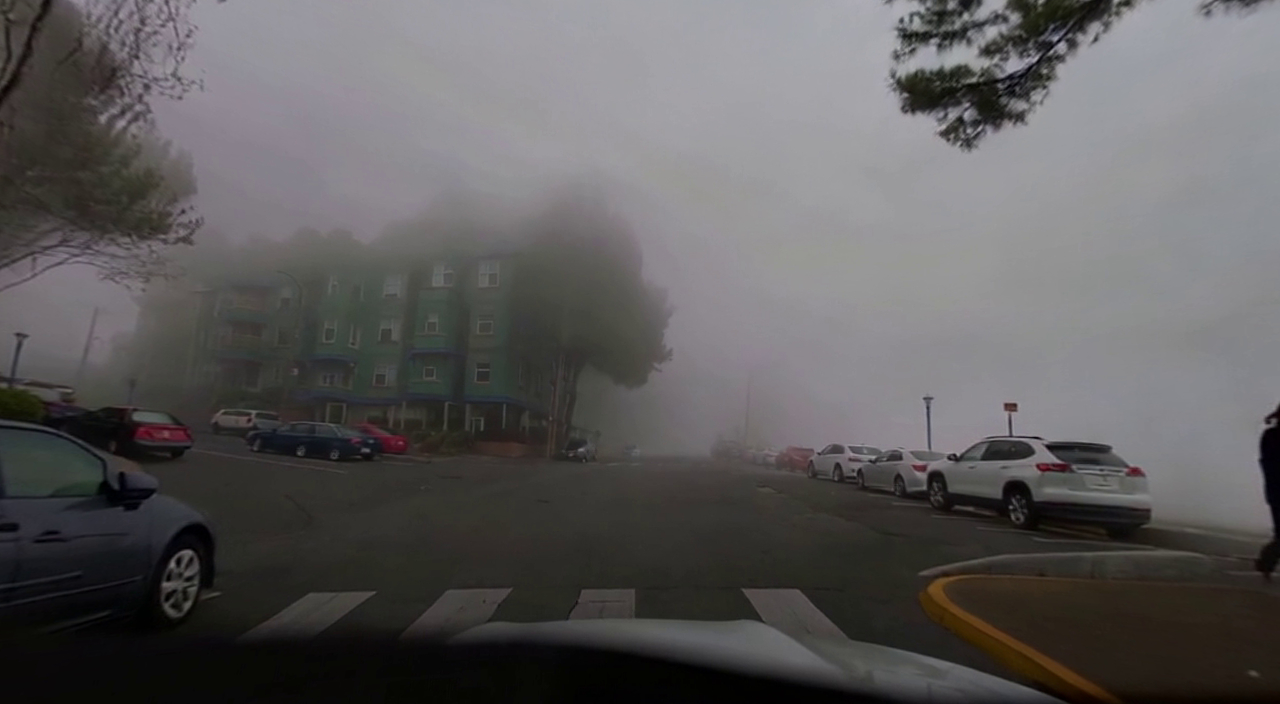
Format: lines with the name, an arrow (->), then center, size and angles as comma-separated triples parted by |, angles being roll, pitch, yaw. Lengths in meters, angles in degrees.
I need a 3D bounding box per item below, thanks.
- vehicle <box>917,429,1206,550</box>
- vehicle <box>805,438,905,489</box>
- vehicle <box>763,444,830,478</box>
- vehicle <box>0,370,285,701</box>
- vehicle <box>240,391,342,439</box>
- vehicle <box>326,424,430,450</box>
vehicle -> 7.500, 2.459, 12.150 | 2.181, 1.792, 5.066 | 0, -8, 2
vehicle -> 7.902, 4.119, 23.766 | 1.917, 1.704, 4.840 | 0, -8, -2
vehicle -> 7.932, 5.555, 32.534 | 2.122, 1.554, 4.777 | 0, -8, -1
vehicle -> -4.545, 1.034, 3.772 | 2.285, 1.712, 5.200 | 1, -8, -6
vehicle -> -18.678, 3.374, 33.804 | 4.598, 1.645, 2.019 | 9, -5, 20
vehicle -> -13.595, 4.451, 33.043 | 4.603, 1.335, 1.889 | 1, -9, -8
